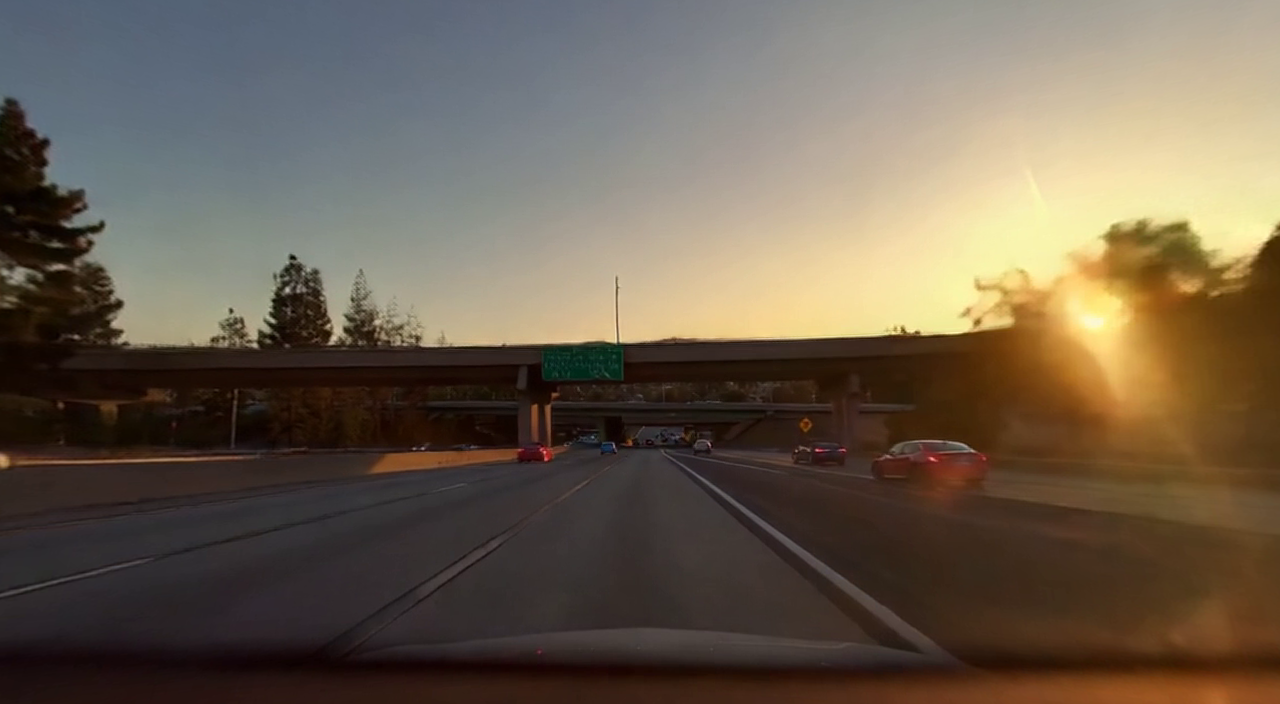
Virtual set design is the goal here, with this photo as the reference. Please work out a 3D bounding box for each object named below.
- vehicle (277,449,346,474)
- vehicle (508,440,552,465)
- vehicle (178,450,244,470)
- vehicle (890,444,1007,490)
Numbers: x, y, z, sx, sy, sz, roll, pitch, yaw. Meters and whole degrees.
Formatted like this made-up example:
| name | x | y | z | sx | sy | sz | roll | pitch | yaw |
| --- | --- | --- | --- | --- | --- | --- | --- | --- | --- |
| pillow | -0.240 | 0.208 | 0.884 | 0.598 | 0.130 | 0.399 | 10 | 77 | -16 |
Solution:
| name | x | y | z | sx | sy | sz | roll | pitch | yaw |
| --- | --- | --- | --- | --- | --- | --- | --- | --- | --- |
| vehicle | -20.754 | 6.905 | 40.041 | 1.943 | 1.467 | 4.274 | 0 | -8 | 2 |
| vehicle | -6.997 | 6.443 | 40.512 | 1.987 | 1.486 | 4.174 | 0 | -8 | 2 |
| vehicle | -33.514 | 8.416 | 49.411 | 1.788 | 1.453 | 4.605 | 0 | -8 | 3 |
| vehicle | 11.256 | 4.189 | 23.389 | 2.000 | 1.515 | 4.188 | 0 | -8 | -3 |
